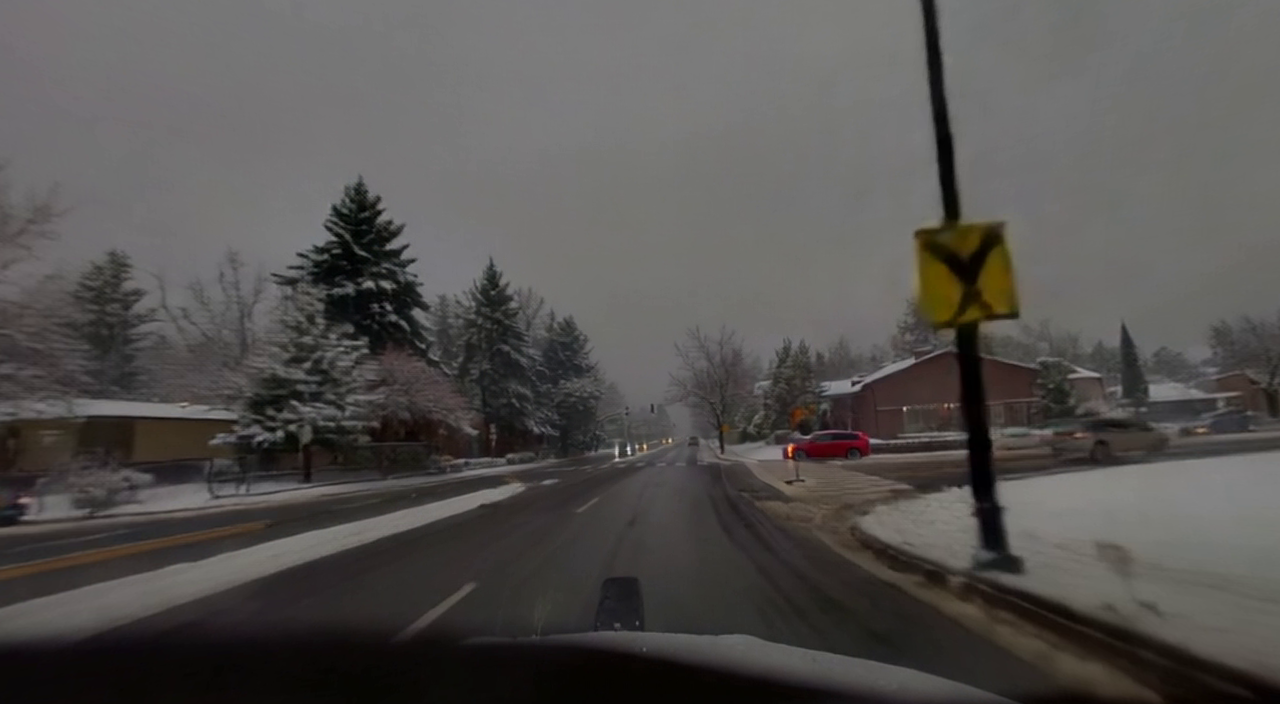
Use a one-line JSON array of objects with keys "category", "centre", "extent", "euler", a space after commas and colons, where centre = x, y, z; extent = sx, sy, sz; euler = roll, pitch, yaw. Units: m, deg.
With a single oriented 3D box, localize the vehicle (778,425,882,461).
[{"category": "vehicle", "centre": [9.798, 4.680, 32.543], "extent": [4.906, 1.729, 2.414], "euler": [-3, -9, 21]}]
